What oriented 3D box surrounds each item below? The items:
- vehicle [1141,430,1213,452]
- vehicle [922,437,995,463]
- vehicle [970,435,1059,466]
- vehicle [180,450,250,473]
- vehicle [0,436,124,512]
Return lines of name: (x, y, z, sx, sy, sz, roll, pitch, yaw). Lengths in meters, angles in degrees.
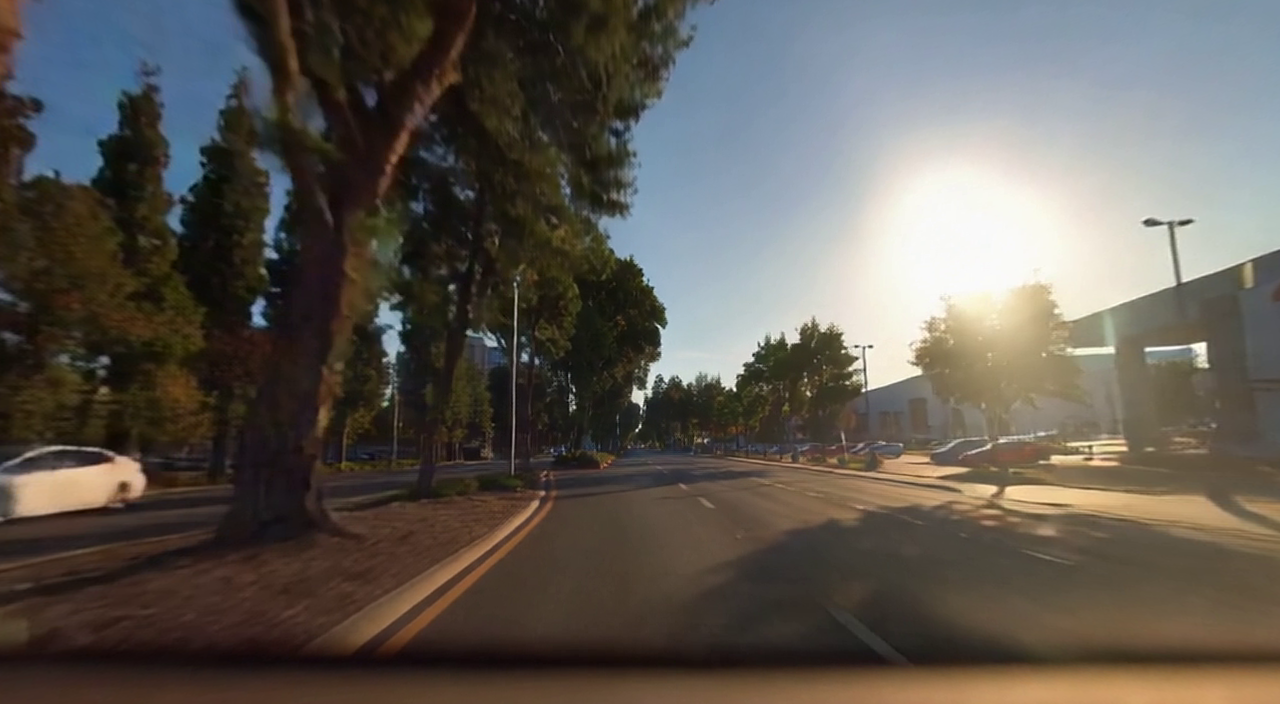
vehicle: (38.154, 6.394, 44.999, 1.766, 1.391, 3.720, -1, -10, 0)
vehicle: (20.873, 6.453, 41.618, 2.048, 1.559, 4.758, 1, -9, -5)
vehicle: (21.046, 5.593, 35.768, 1.941, 1.511, 4.690, -2, -9, -3)
vehicle: (-31.095, 8.006, 46.247, 4.663, 1.565, 2.027, -5, -10, 25)
vehicle: (-16.003, 3.024, 15.927, 1.875, 1.766, 4.824, 0, -8, 0)
